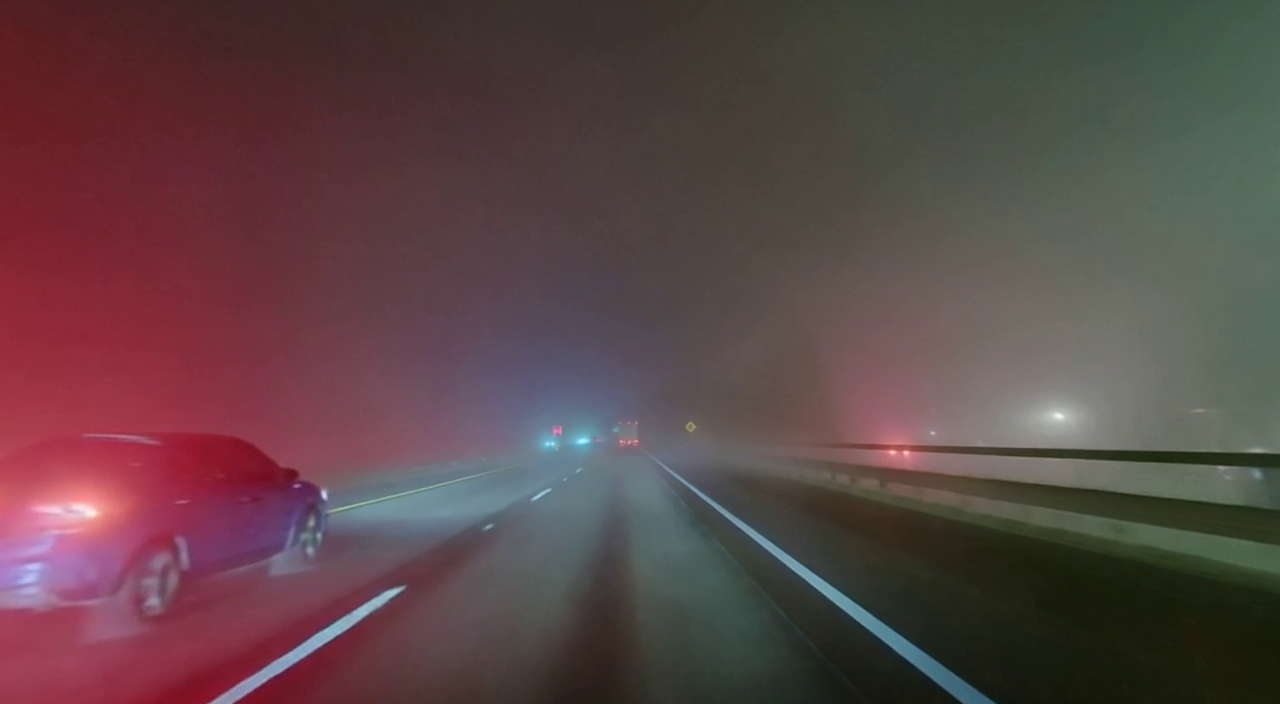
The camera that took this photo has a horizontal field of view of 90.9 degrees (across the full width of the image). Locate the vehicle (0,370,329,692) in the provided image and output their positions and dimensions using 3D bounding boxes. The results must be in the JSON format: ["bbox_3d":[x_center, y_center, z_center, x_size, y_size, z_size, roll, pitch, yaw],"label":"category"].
[{"bbox_3d":[-4.397,1.076,4.384,2.123,1.655,4.688,0,-8,-1],"label":"vehicle"}]
